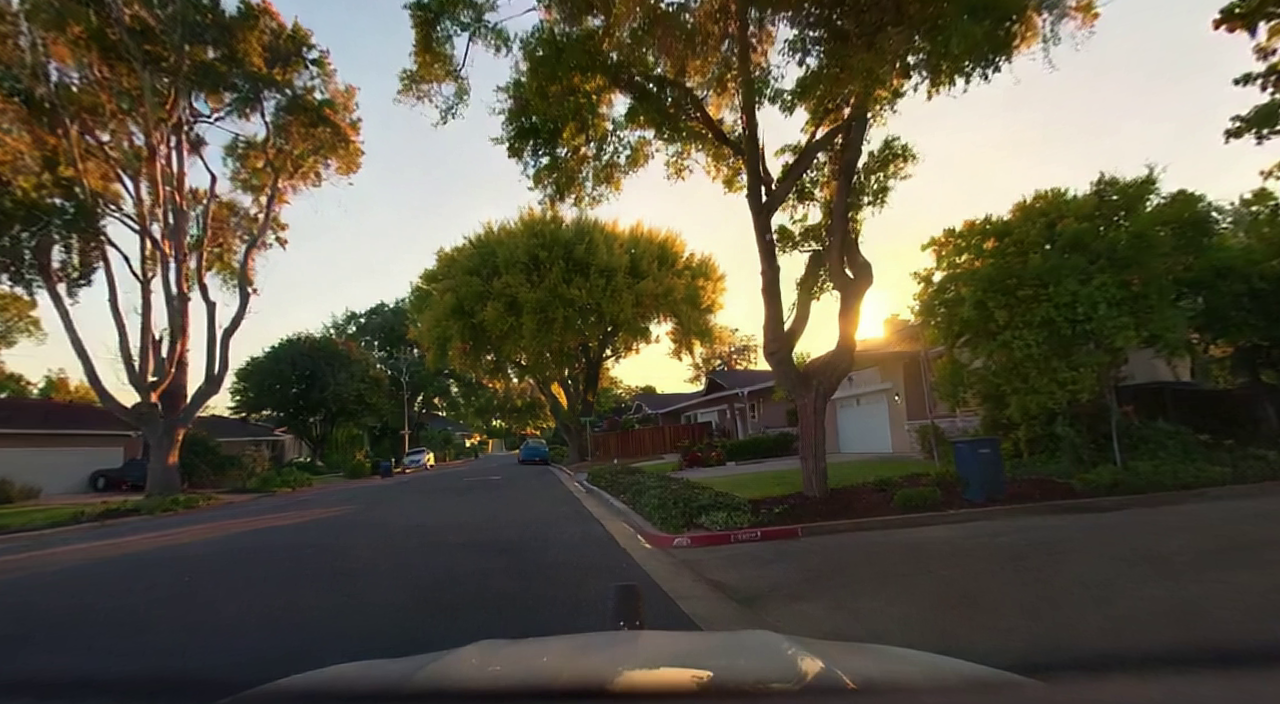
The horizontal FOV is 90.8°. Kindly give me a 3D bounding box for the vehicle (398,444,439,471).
[{"bbox_3d":[-16.794,7.988,48.073,2.208,1.834,4.675,-3,-8,-11],"label":"vehicle"}]

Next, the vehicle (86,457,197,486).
[{"bbox_3d":[-27.648,6.608,35.163,4.404,1.495,1.844,1,-9,-9],"label":"vehicle"}]

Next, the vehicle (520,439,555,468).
[{"bbox_3d":[-6.550,6.398,39.967,2.005,1.553,3.984,-3,-8,-12],"label":"vehicle"}]
